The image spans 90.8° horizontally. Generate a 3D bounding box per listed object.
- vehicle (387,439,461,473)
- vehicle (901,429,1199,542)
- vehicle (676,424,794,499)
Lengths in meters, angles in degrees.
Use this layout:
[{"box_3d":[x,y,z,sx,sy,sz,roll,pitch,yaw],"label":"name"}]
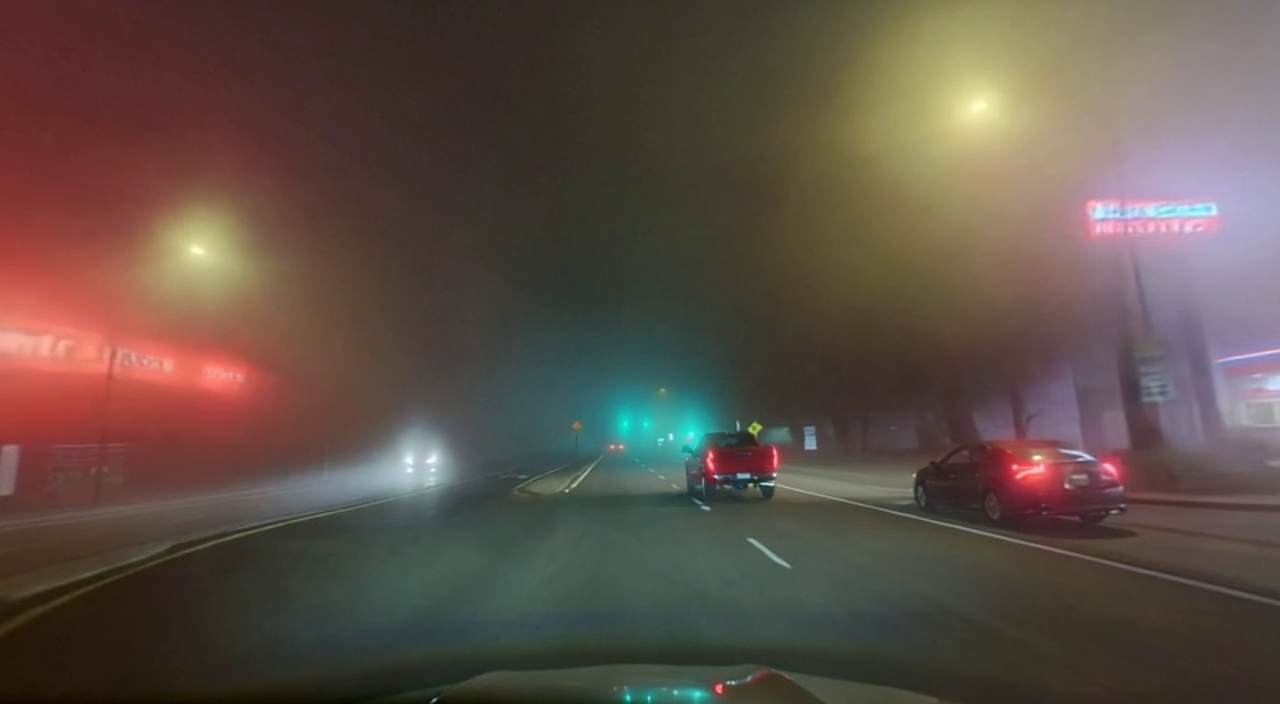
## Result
[{"box_3d":[-13.572,6.588,40.241,2.868,1.978,5.632,0,-8,-2],"label":"vehicle"},{"box_3d":[6.370,2.101,10.598,1.986,1.480,4.296,0,-8,-2],"label":"vehicle"},{"box_3d":[2.383,2.952,17.379,2.214,1.749,4.998,1,-9,-3],"label":"vehicle"}]
